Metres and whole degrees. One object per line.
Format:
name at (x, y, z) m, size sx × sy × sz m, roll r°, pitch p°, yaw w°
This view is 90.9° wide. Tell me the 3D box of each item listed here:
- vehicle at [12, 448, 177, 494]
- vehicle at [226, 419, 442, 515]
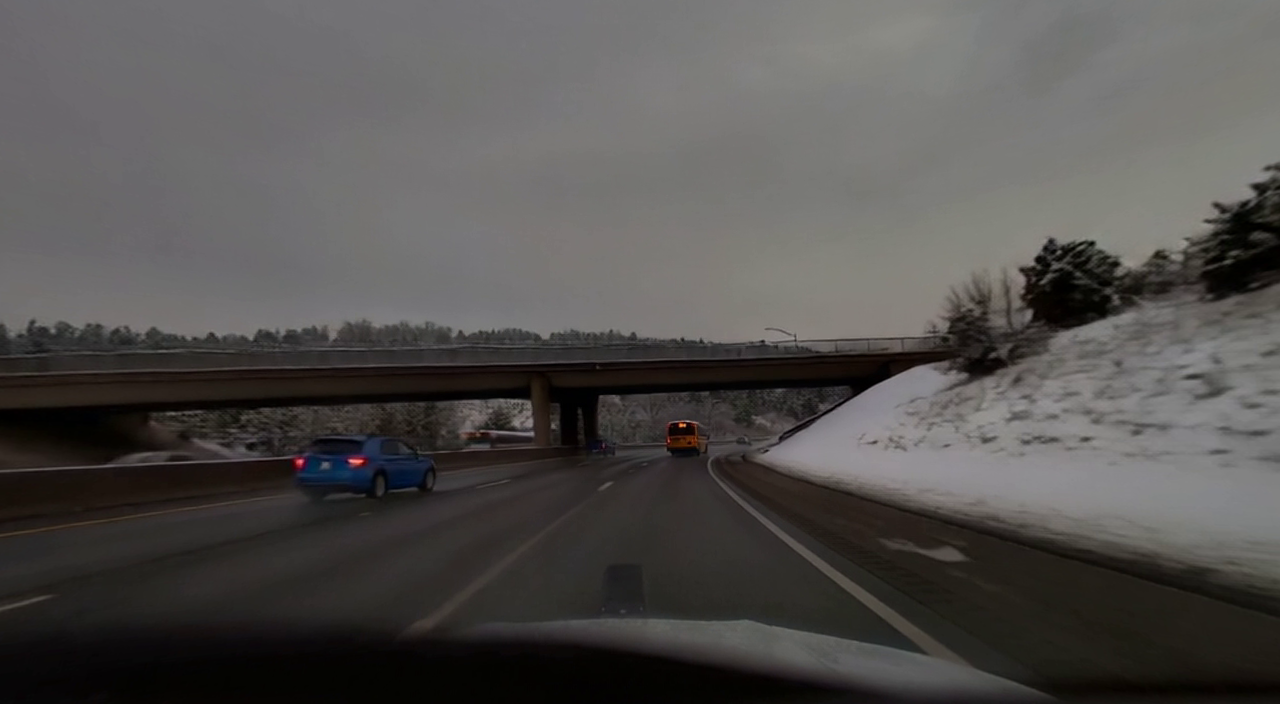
vehicle at (-19.809, 4.294, 23.237) m, size 1.885 × 1.458 × 4.506 m, roll 0°, pitch -8°, yaw 3°
vehicle at (-6.206, 2.382, 13.603) m, size 2.172 × 1.689 × 4.625 m, roll 0°, pitch -8°, yaw 2°
